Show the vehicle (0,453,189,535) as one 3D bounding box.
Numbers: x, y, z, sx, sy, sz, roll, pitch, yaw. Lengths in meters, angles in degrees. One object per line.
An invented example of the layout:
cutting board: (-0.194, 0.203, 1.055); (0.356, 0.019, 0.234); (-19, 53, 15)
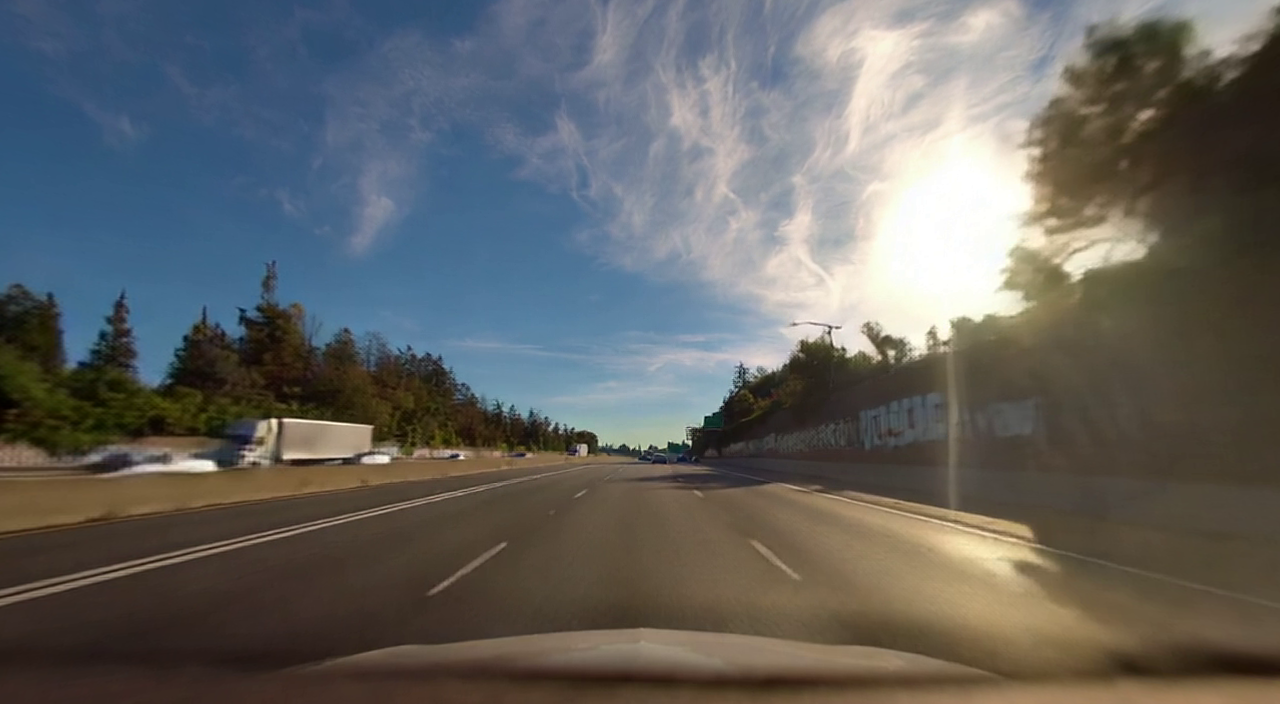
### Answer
vehicle: (-12.588, 2.994, 13.945); (1.866, 1.480, 4.496); (0, -9, 0)

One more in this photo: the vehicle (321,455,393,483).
vehicle: (-15.822, 6.538, 35.501); (1.960, 1.471, 4.518); (0, -9, 0)

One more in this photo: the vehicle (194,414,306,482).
vehicle: (-25.027, 6.249, 40.887); (2.948, 4.021, 5.825); (-1, -9, 6)
